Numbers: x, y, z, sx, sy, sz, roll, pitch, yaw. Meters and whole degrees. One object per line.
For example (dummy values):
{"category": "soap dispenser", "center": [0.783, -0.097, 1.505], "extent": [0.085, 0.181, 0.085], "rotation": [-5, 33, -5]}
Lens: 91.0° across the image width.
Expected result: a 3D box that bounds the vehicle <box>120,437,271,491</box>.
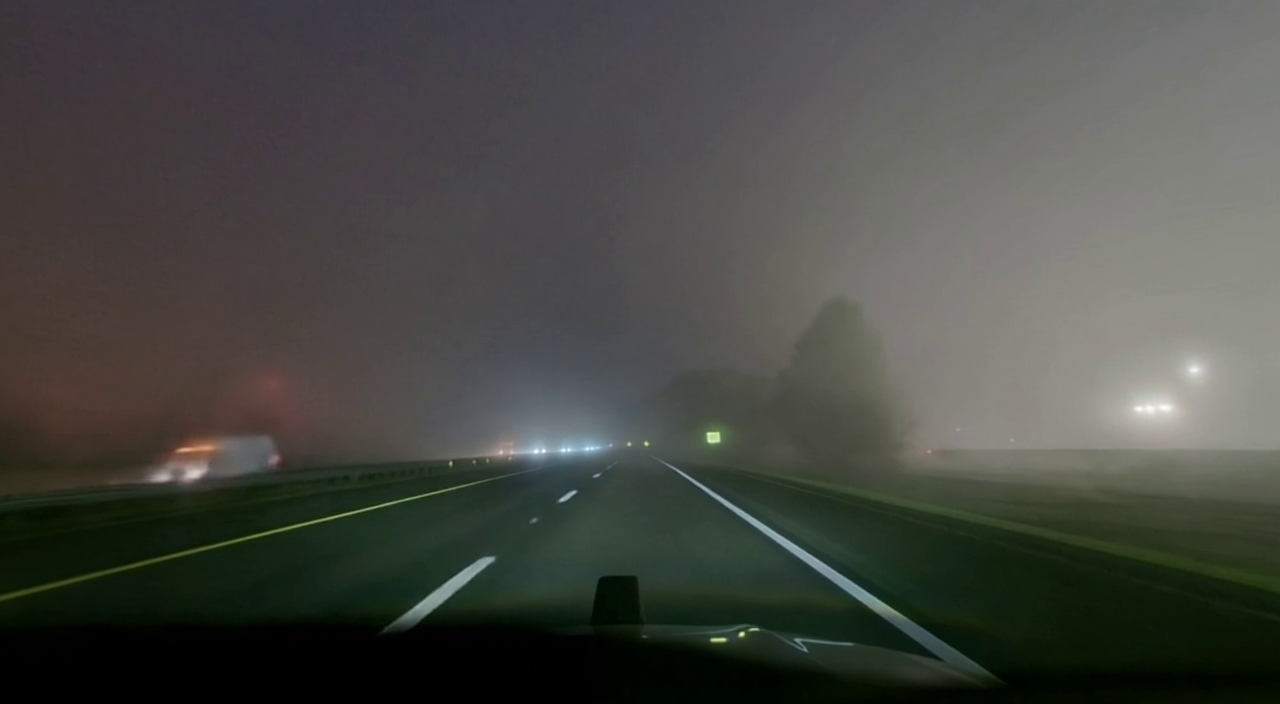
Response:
{"category": "vehicle", "center": [-19.932, 5.032, 28.748], "extent": [2.446, 2.197, 5.935], "rotation": [0, -9, 1]}
